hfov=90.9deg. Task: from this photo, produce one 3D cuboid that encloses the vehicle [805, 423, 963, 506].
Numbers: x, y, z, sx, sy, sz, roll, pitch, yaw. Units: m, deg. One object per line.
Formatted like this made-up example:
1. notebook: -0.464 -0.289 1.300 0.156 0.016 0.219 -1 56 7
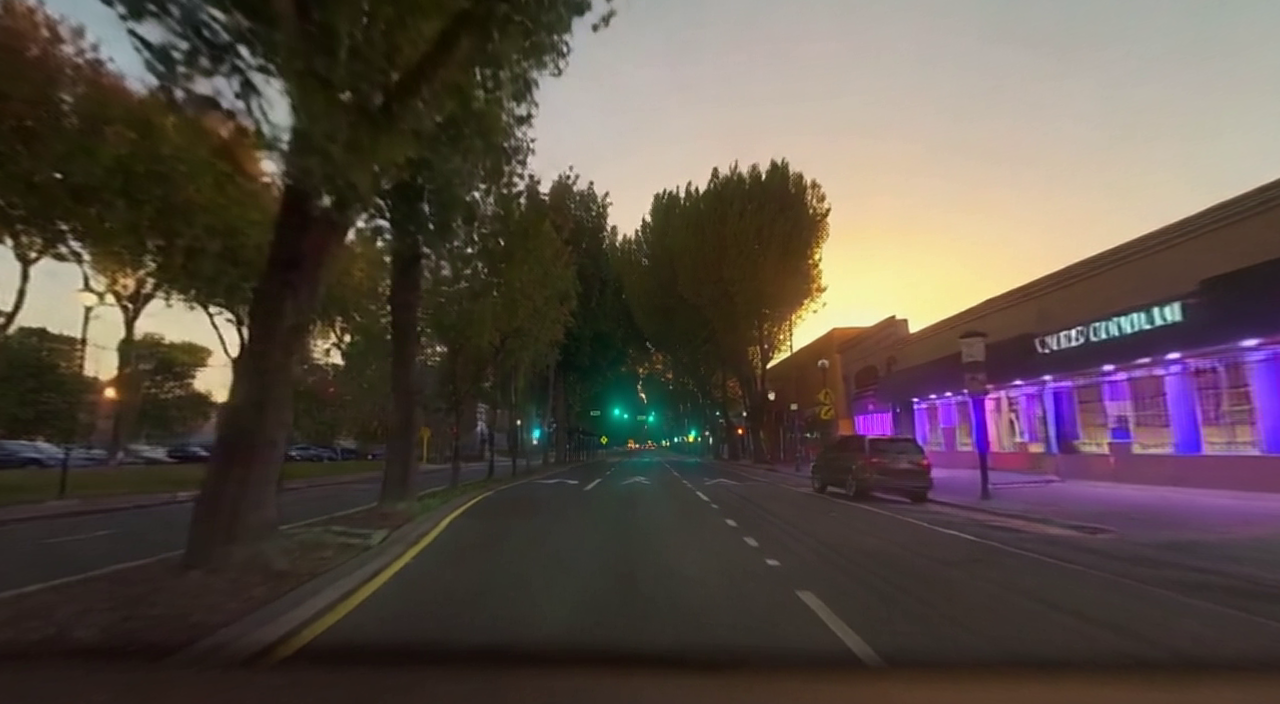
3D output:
1. vehicle: 6.260 2.962 17.008 2.112 1.894 4.910 1 -8 -2
